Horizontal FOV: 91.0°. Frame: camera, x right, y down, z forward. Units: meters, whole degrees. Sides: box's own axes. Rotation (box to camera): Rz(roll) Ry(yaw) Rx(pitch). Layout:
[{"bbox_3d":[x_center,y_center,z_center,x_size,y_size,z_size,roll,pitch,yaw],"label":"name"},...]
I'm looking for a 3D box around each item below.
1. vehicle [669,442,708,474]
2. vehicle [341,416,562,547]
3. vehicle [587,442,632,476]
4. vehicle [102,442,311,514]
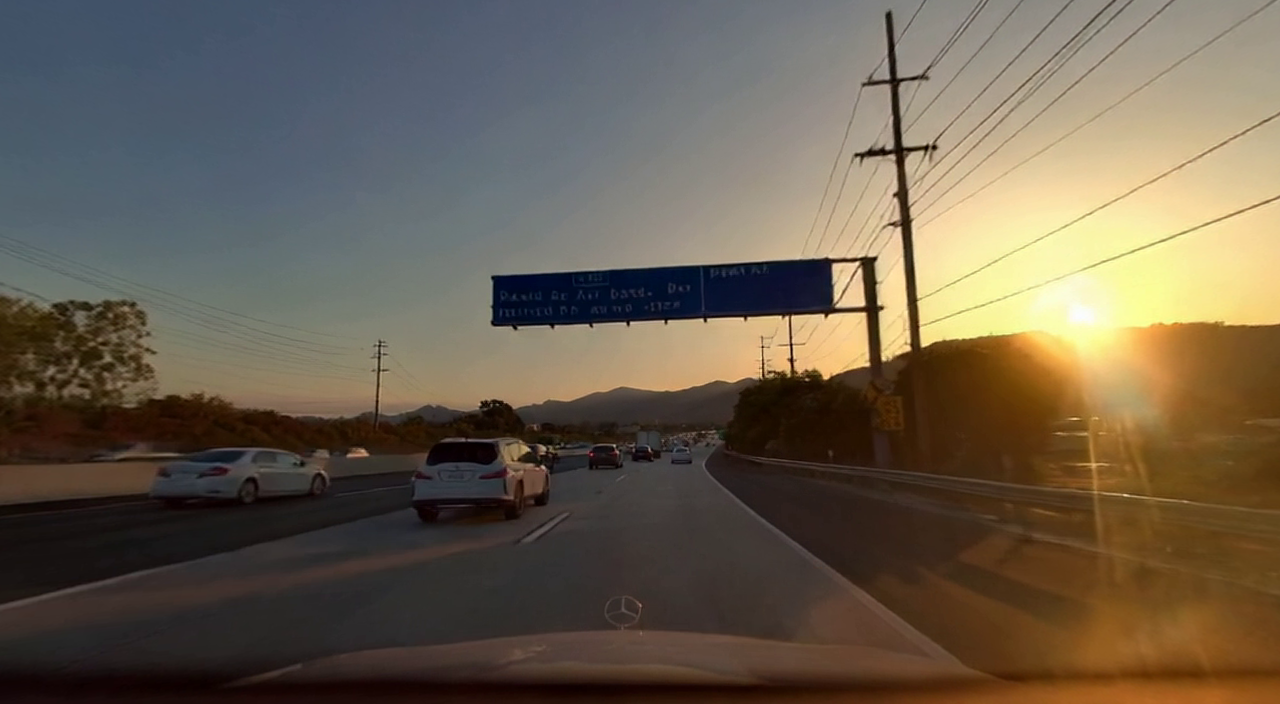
[{"bbox_3d":[2.787,5.998,35.827,2.038,1.677,4.219,-1,-9,5],"label":"vehicle"},{"bbox_3d":[-2.934,2.173,11.279,2.202,1.801,4.959,0,-9,3],"label":"vehicle"},{"bbox_3d":[-1.567,5.698,33.845,1.976,1.688,4.124,-1,-9,4],"label":"vehicle"},{"bbox_3d":[-10.473,3.039,15.739,1.954,1.517,4.378,0,-9,3],"label":"vehicle"}]
